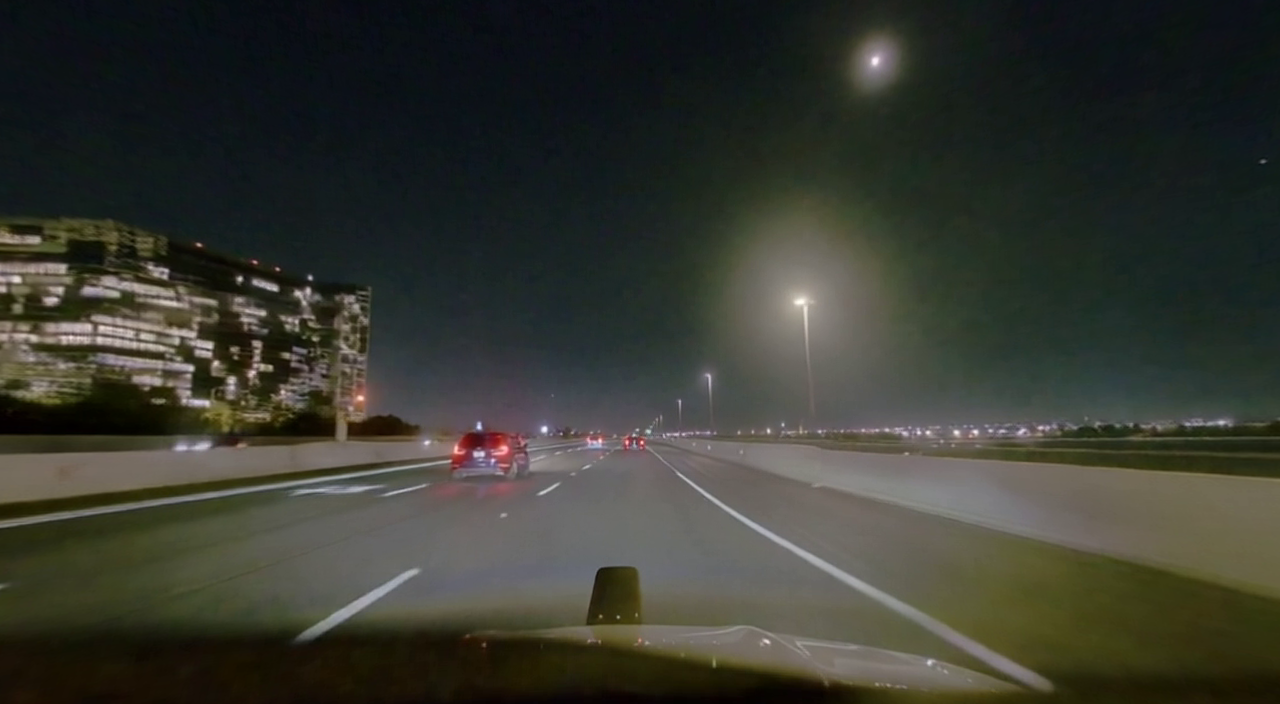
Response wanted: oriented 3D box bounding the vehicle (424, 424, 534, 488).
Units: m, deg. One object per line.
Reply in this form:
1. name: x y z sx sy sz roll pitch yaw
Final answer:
1. vehicle: -4.495 2.962 18.332 2.036 1.612 4.510 0 -8 -1

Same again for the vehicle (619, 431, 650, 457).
1. vehicle: -0.380 6.213 42.537 2.036 1.637 4.009 0 -8 -1

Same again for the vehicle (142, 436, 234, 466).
1. vehicle: -24.810 5.410 34.705 1.896 1.505 4.243 -1 -8 1
